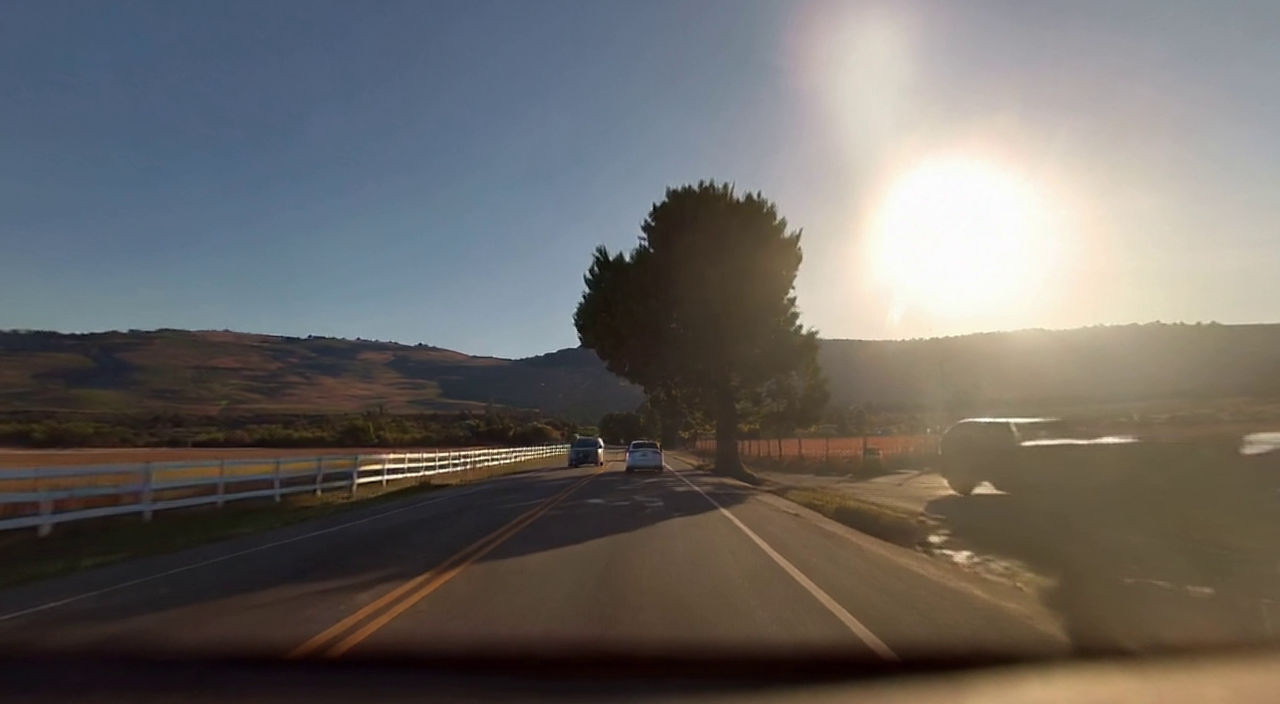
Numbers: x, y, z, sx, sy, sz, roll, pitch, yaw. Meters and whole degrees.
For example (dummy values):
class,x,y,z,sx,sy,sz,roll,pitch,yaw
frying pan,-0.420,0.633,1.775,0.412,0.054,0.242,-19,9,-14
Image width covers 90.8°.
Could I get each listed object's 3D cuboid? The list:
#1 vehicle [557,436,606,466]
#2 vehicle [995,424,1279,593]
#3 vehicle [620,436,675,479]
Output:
class,x,y,z,sx,sy,sz,roll,pitch,yaw
vehicle,-4.285,7.467,47.898,2.906,2.116,6.952,0,-8,1
vehicle,6.694,1.520,6.483,4.979,1.503,2.010,-3,-9,20
vehicle,0.295,4.457,26.884,2.158,1.669,4.006,0,-8,1
